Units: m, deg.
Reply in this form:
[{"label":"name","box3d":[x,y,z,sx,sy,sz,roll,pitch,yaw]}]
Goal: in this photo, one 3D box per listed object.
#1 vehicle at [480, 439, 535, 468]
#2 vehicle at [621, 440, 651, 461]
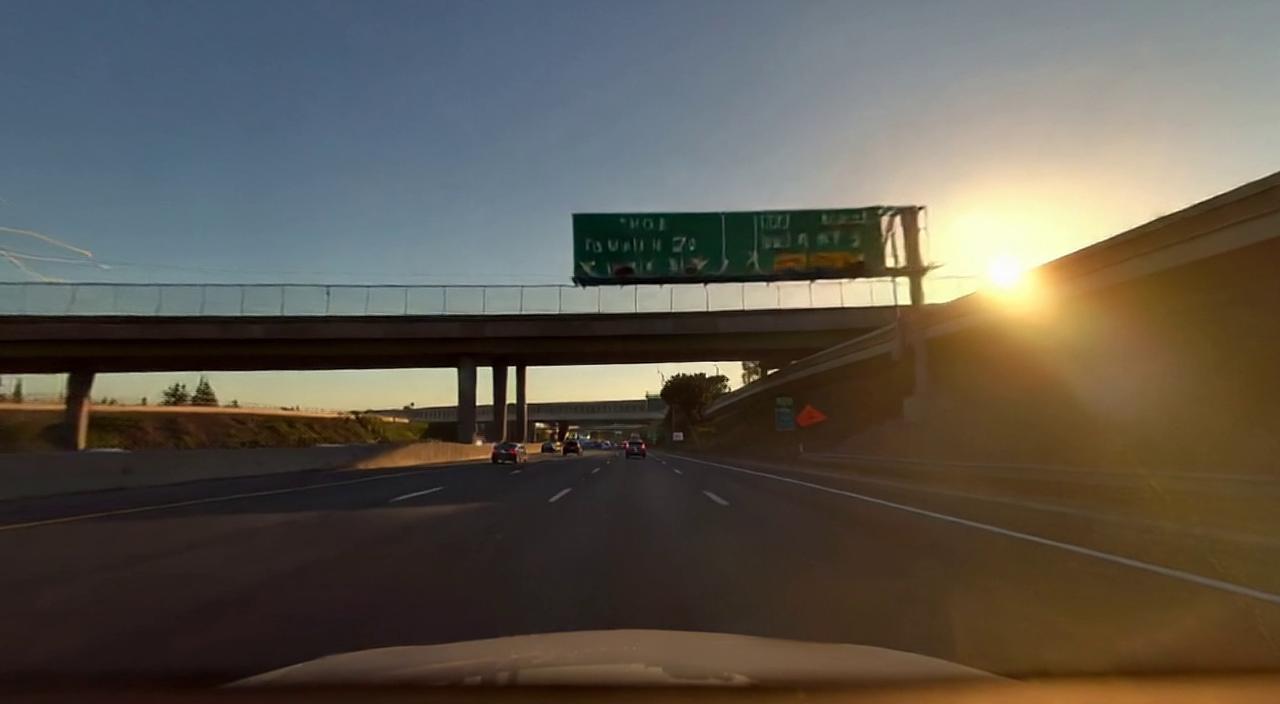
[{"label":"vehicle","box3d":[-7.186,5.555,34.838,1.994,1.487,4.605,0,-8,0]},{"label":"vehicle","box3d":[-0.316,7.245,46.737,2.086,1.472,4.168,0,-8,-1]}]
